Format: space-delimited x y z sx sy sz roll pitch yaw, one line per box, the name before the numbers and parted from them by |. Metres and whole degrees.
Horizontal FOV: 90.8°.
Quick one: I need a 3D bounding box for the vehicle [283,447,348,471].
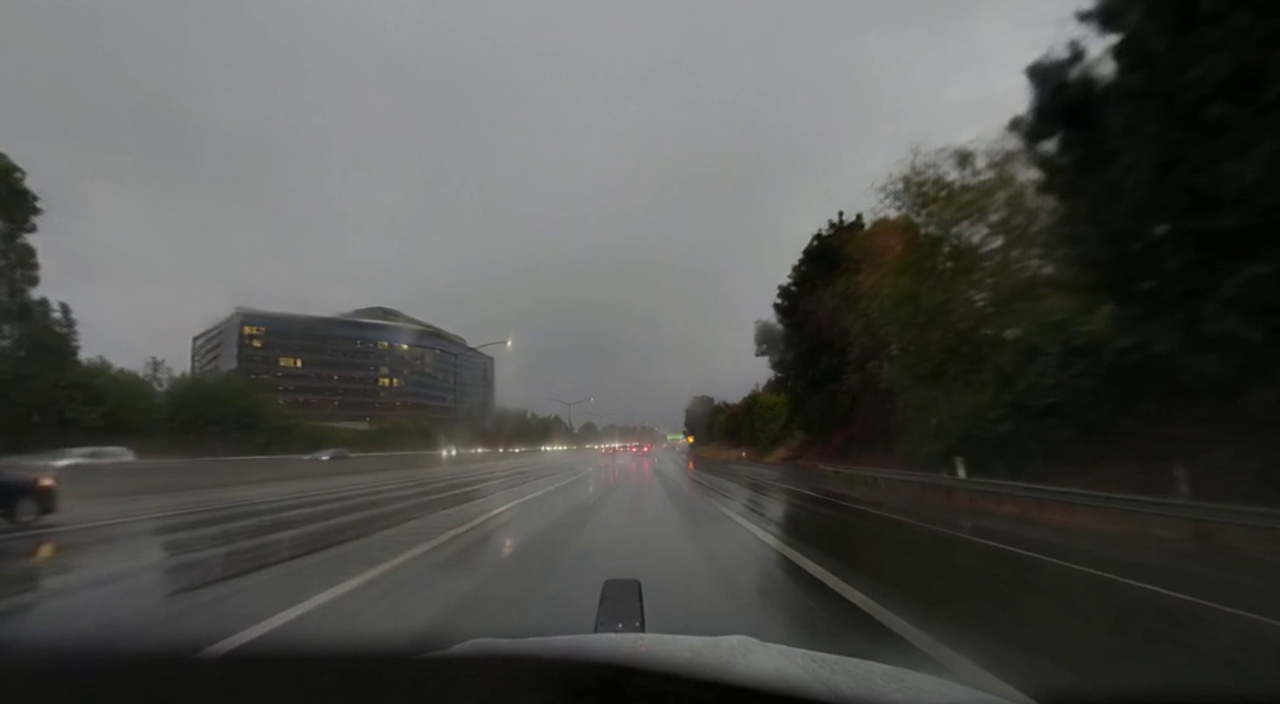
vehicle | -22.448 7.383 43.975 1.911 1.534 4.817 -1 -8 1
